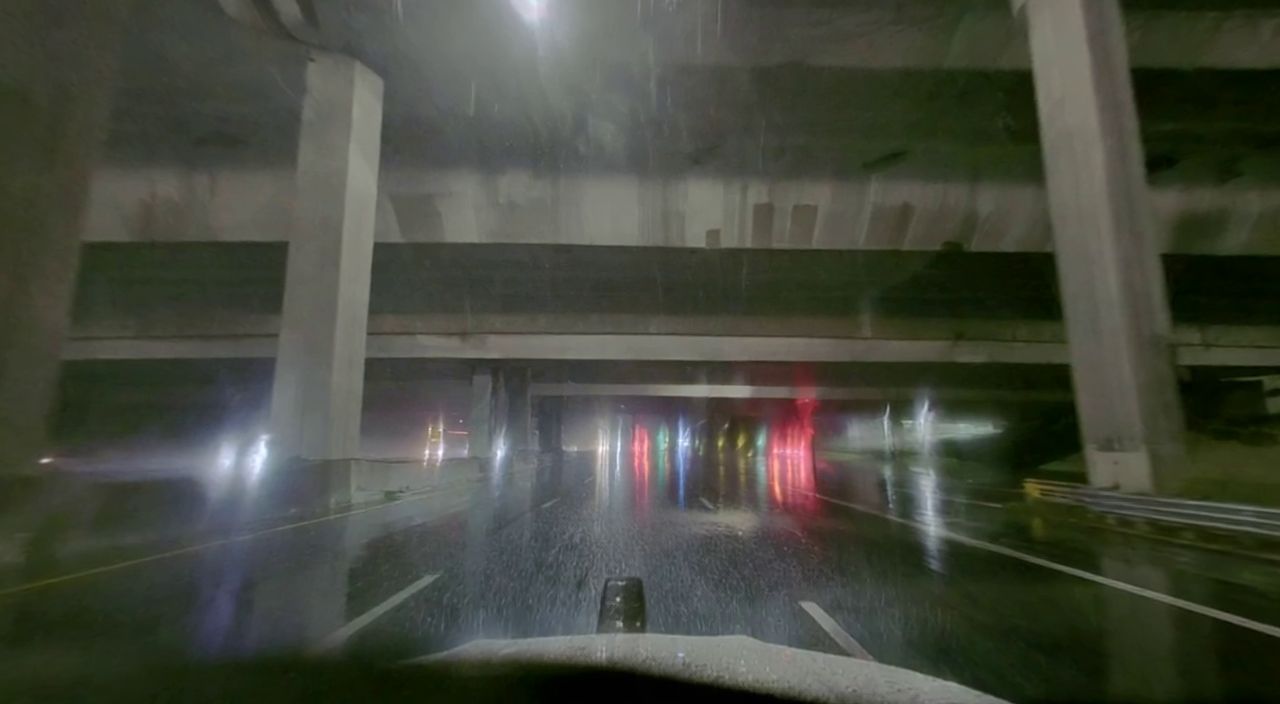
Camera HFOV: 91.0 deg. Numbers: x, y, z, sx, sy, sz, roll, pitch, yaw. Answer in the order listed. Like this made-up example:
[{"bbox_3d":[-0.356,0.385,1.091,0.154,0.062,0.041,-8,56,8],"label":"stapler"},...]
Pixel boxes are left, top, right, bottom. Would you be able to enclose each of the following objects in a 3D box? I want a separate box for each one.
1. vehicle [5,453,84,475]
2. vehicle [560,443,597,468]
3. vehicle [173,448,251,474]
[{"bbox_3d":[-44.770,8.401,47.483,1.746,1.521,4.178,0,-8,3],"label":"vehicle"},{"bbox_3d":[-3.907,6.714,40.870,1.954,1.528,4.010,0,-9,0],"label":"vehicle"},{"bbox_3d":[-29.350,7.488,43.358,1.874,1.625,4.917,1,-8,0],"label":"vehicle"}]
